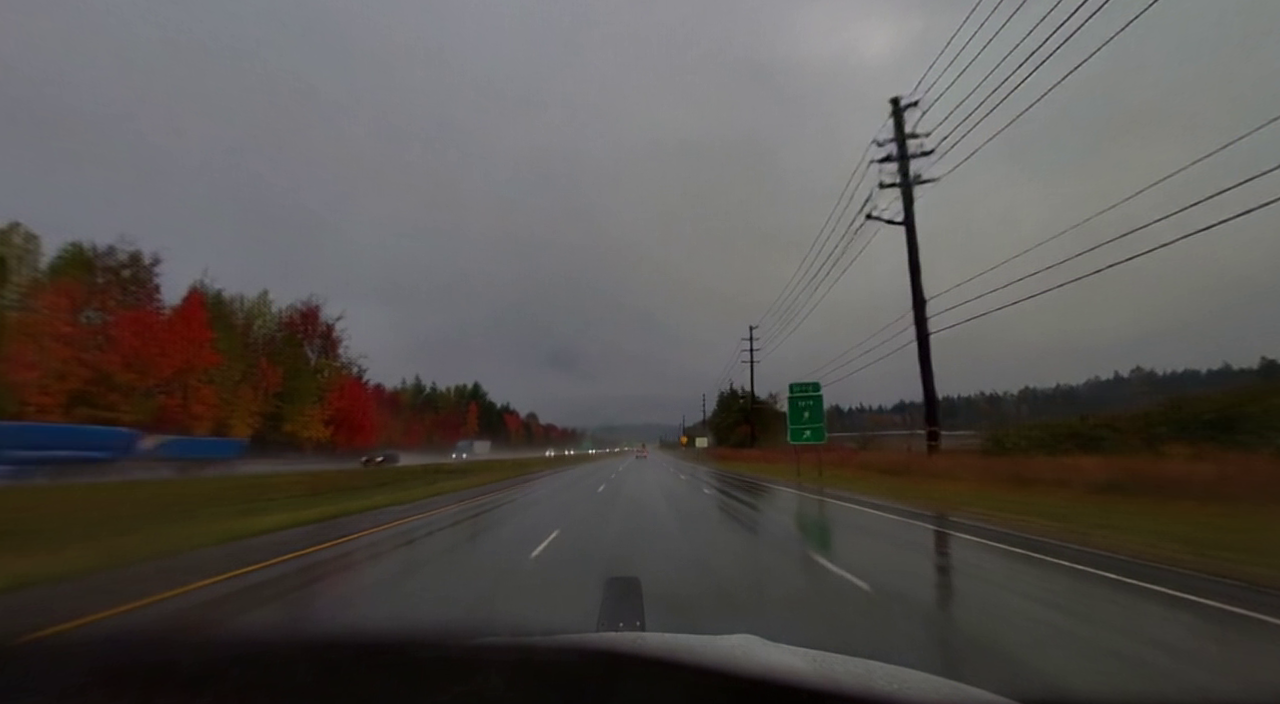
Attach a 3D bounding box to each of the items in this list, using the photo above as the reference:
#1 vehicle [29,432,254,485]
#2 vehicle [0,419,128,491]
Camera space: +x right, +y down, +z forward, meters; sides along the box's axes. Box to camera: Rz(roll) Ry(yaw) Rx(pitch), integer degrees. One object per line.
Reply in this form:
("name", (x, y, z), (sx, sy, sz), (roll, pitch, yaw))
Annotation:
("vehicle", (-31.944, 6.991, 42.052), (2.766, 2.849, 15.052), (0, -9, 1))
("vehicle", (-31.994, 5.353, 33.001), (3.034, 3.377, 8.451), (0, -9, 0))
